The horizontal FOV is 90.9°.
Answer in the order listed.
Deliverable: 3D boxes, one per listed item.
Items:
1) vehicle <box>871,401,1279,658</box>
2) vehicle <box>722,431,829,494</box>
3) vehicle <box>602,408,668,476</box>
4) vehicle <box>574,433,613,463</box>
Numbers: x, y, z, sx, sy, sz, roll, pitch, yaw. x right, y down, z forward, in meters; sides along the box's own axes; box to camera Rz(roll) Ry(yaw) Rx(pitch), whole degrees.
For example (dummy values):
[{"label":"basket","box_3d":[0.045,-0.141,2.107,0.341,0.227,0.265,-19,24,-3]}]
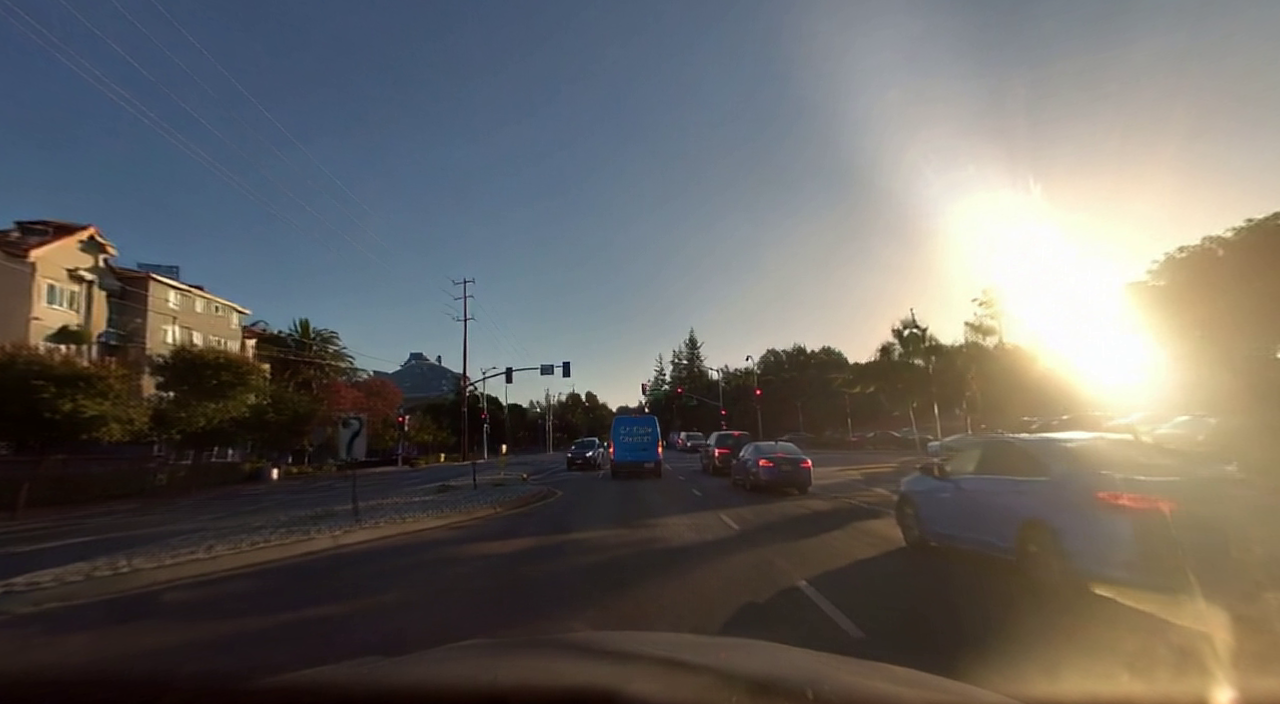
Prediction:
[{"label":"vehicle","box_3d":[4.174,1.411,6.251,1.967,1.506,4.968,0,-8,1]},{"label":"vehicle","box_3d":[3.554,2.991,17.417,1.951,1.483,4.582,0,-8,0]},{"label":"vehicle","box_3d":[-0.097,3.686,25.707,2.422,2.488,4.992,0,-8,2]},{"label":"vehicle","box_3d":[-2.828,5.987,39.424,2.203,1.786,4.249,0,-8,-1]}]
